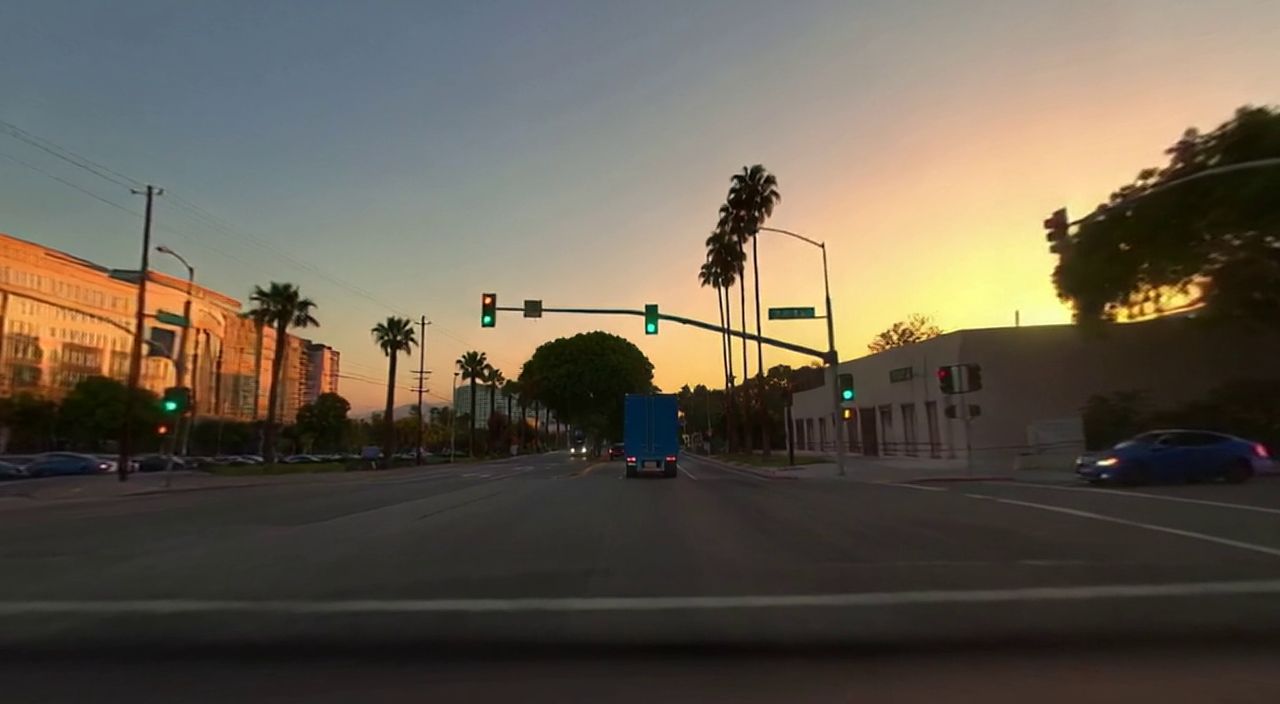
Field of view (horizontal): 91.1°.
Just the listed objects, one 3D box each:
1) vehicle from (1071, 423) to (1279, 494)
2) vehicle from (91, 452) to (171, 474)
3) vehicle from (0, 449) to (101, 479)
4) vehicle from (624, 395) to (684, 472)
[{"bbox_3d":[13.632,2.621,15.608,4.270,1.520,1.931,-2,-9,2],"label":"vehicle"},{"bbox_3d":[-36.312,7.898,44.839,4.069,1.505,1.980,0,-9,3],"label":"vehicle"},{"bbox_3d":[-36.855,6.936,39.000,4.812,1.727,2.027,0,-9,1],"label":"vehicle"},{"bbox_3d":[0.548,5.115,38.475,2.992,3.949,11.815,0,-9,-2],"label":"vehicle"}]
